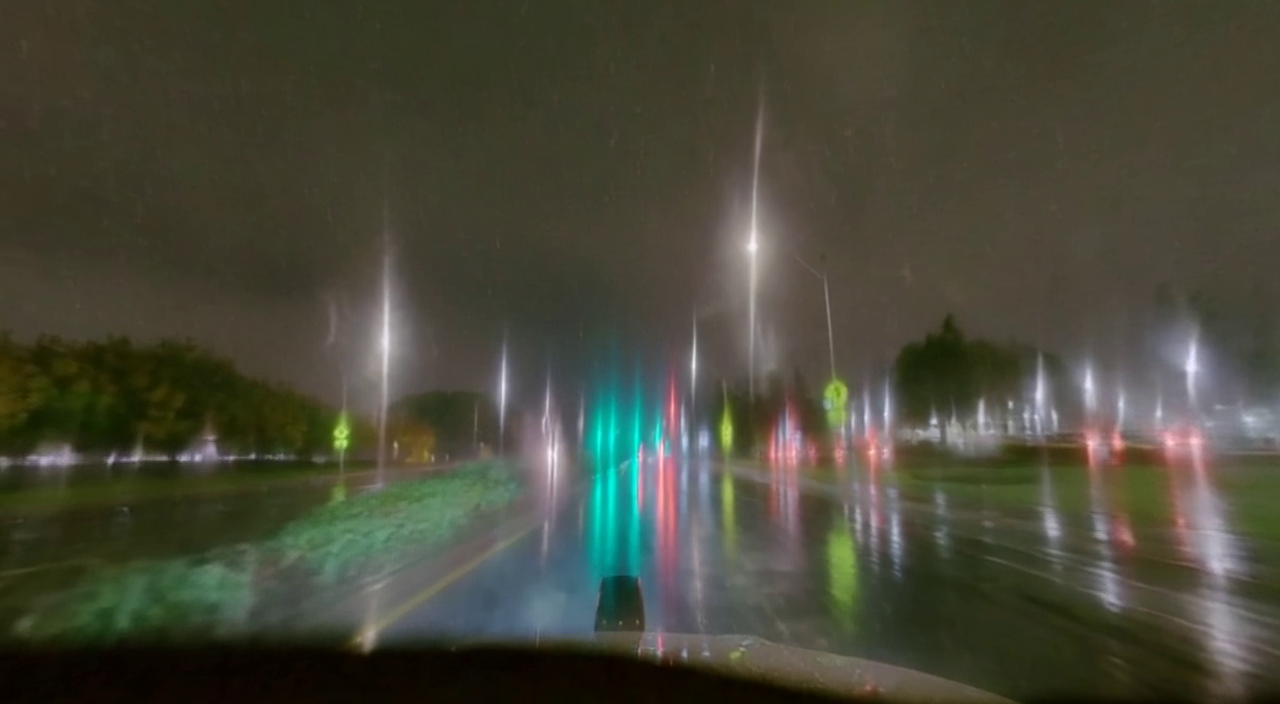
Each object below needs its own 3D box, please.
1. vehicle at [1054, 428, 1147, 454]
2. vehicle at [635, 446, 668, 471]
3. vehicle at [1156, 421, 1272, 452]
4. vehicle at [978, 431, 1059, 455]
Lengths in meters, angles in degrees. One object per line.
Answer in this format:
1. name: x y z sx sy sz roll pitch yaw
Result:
1. vehicle: 27.767 5.427 38.268 1.847 1.451 4.470 1 -9 -8
2. vehicle: 0.715 7.243 43.314 2.158 1.600 3.865 0 -9 -1
3. vehicle: 28.918 4.336 32.017 1.791 1.448 4.027 0 -9 -6
4. vehicle: 26.807 6.510 45.021 2.143 1.623 5.235 0 -9 -5
